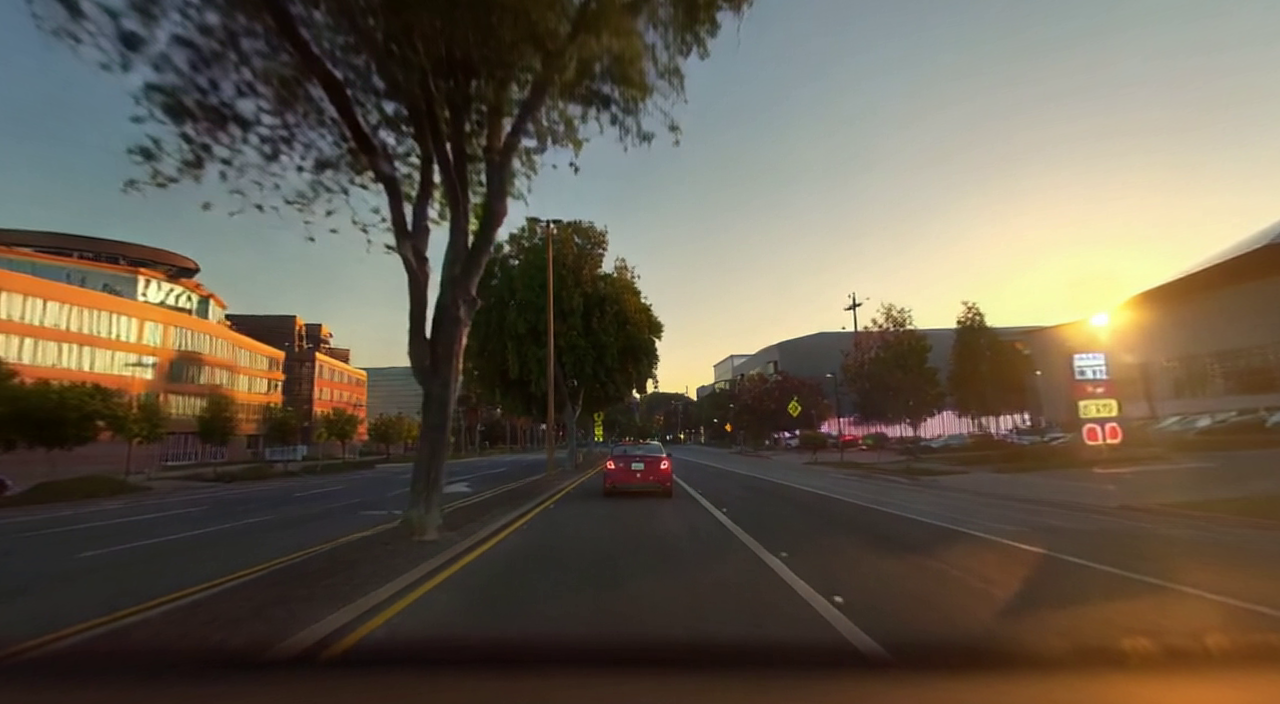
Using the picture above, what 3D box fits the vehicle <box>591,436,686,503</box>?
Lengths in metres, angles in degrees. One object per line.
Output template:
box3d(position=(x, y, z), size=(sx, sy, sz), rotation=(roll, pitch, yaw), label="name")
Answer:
box3d(position=(-0.070, 2.917, 16.090), size=(2.126, 1.475, 3.967), rotation=(0, -8, -1), label="vehicle")

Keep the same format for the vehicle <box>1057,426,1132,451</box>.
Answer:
box3d(position=(32.841, 6.288, 45.632), size=(1.868, 1.675, 4.527), rotation=(0, -8, -3), label="vehicle")
